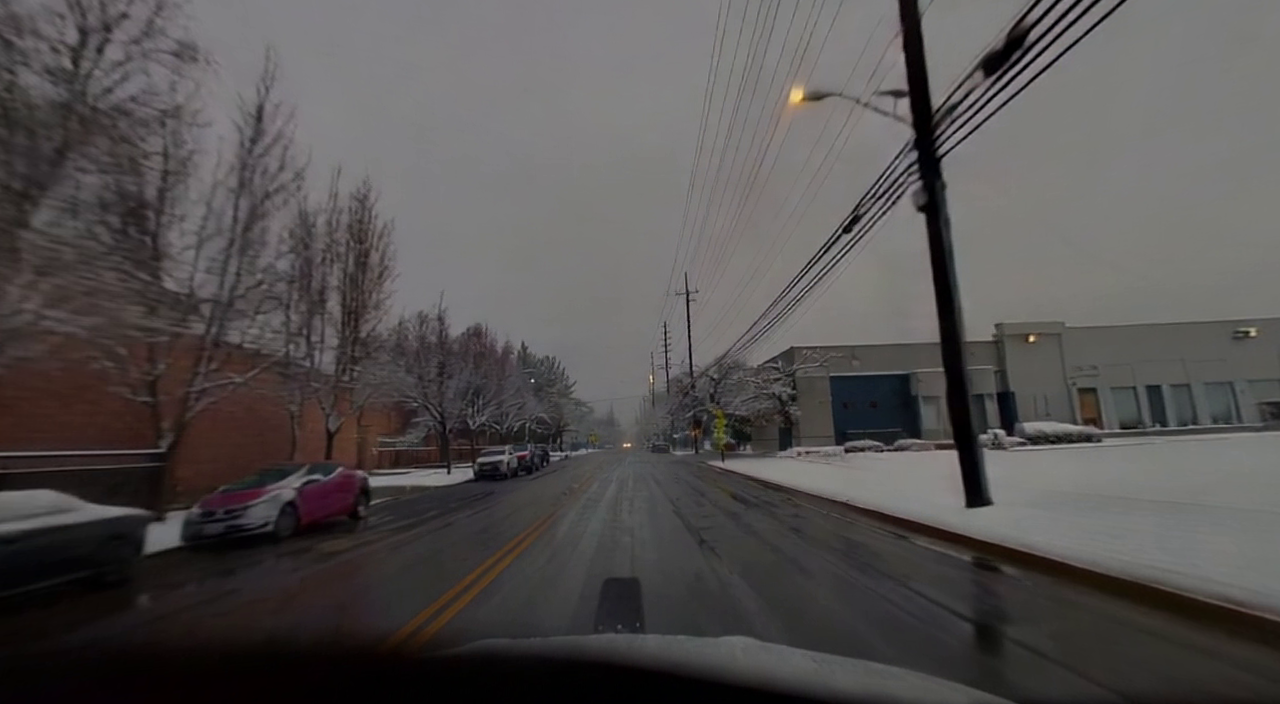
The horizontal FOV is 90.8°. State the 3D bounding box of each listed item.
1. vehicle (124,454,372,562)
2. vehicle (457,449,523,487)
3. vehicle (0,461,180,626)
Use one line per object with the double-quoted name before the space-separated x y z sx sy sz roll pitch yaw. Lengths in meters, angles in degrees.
"vehicle" -6.629 2.621 11.405 1.815 1.384 4.357 -3 -8 -1
"vehicle" -6.706 5.189 28.640 1.887 1.460 4.444 -4 -8 0
"vehicle" -6.669 1.821 5.703 1.815 1.402 4.559 -4 -8 -3
